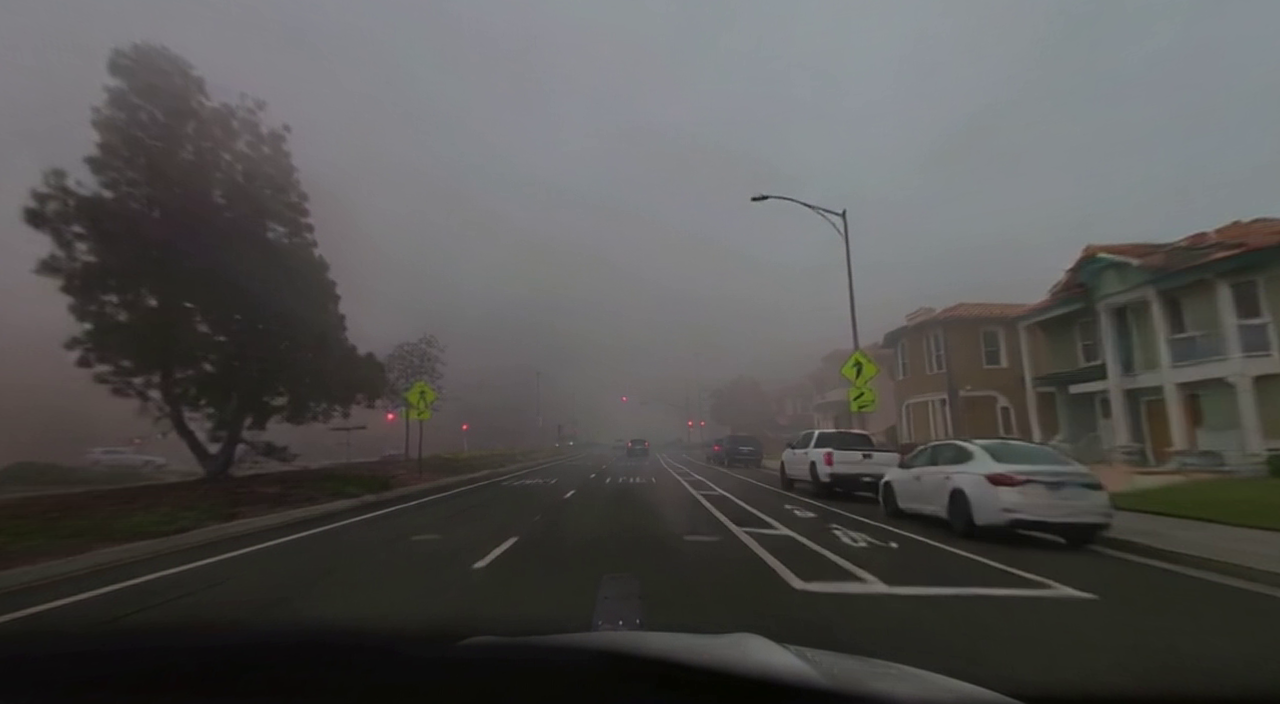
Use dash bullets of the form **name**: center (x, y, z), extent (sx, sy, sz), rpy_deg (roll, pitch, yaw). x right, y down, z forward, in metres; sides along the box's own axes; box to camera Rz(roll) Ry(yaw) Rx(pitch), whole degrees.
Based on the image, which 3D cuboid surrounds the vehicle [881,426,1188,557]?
- **vehicle**: center (5.743, 2.072, 10.119), extent (1.940, 1.584, 4.553), rpy_deg (0, -9, 0)

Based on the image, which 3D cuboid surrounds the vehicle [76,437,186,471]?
- **vehicle**: center (-36.553, 7.312, 45.456), extent (5.817, 2.386, 2.307), rpy_deg (0, -9, 0)

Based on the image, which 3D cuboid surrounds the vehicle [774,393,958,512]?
- **vehicle**: center (5.455, 2.603, 16.598), extent (2.324, 2.468, 6.422), rpy_deg (1, -9, -1)

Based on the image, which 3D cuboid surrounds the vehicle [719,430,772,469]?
- **vehicle**: center (5.573, 5.174, 33.885), extent (2.008, 1.930, 4.919), rpy_deg (0, -8, 1)
